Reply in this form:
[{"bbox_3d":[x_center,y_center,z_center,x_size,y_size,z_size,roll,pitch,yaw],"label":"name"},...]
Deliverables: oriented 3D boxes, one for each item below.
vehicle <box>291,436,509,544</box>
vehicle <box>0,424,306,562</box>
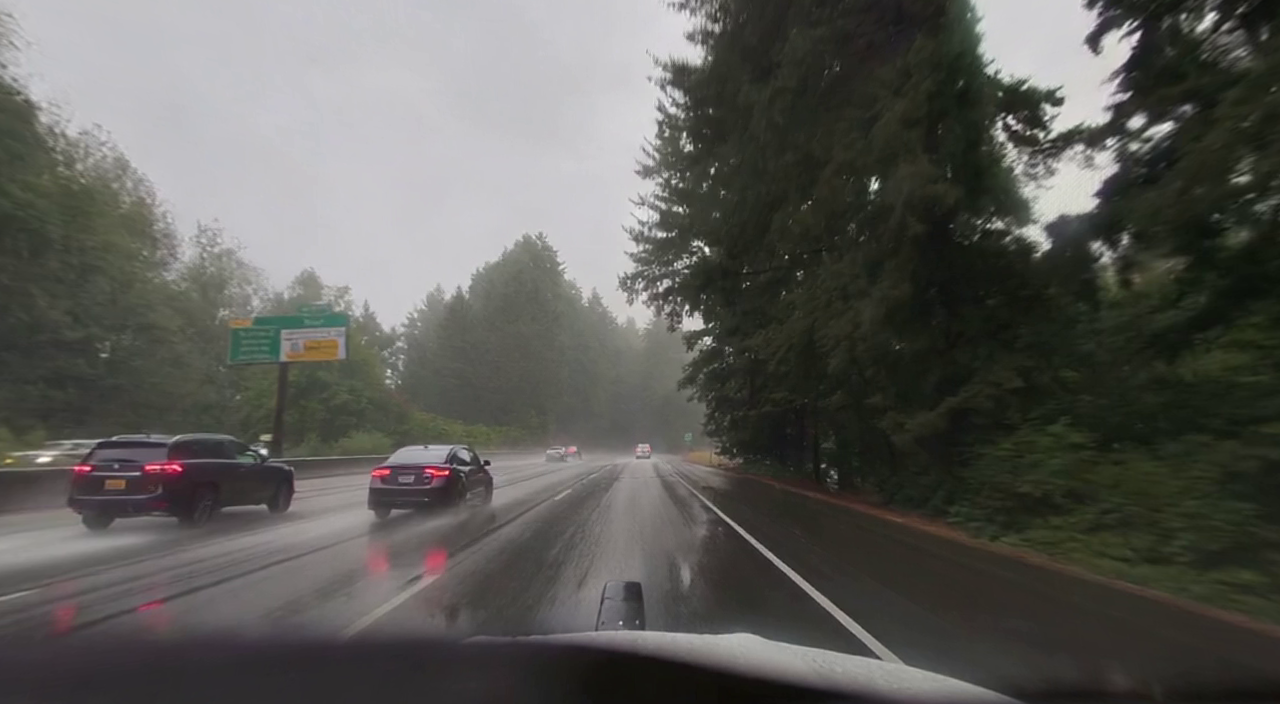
[{"bbox_3d":[-4.010,2.381,11.600,2.104,1.558,4.639,0,-9,1],"label":"vehicle"},{"bbox_3d":[-7.259,1.984,9.590,2.007,1.616,4.141,0,-9,1],"label":"vehicle"}]
